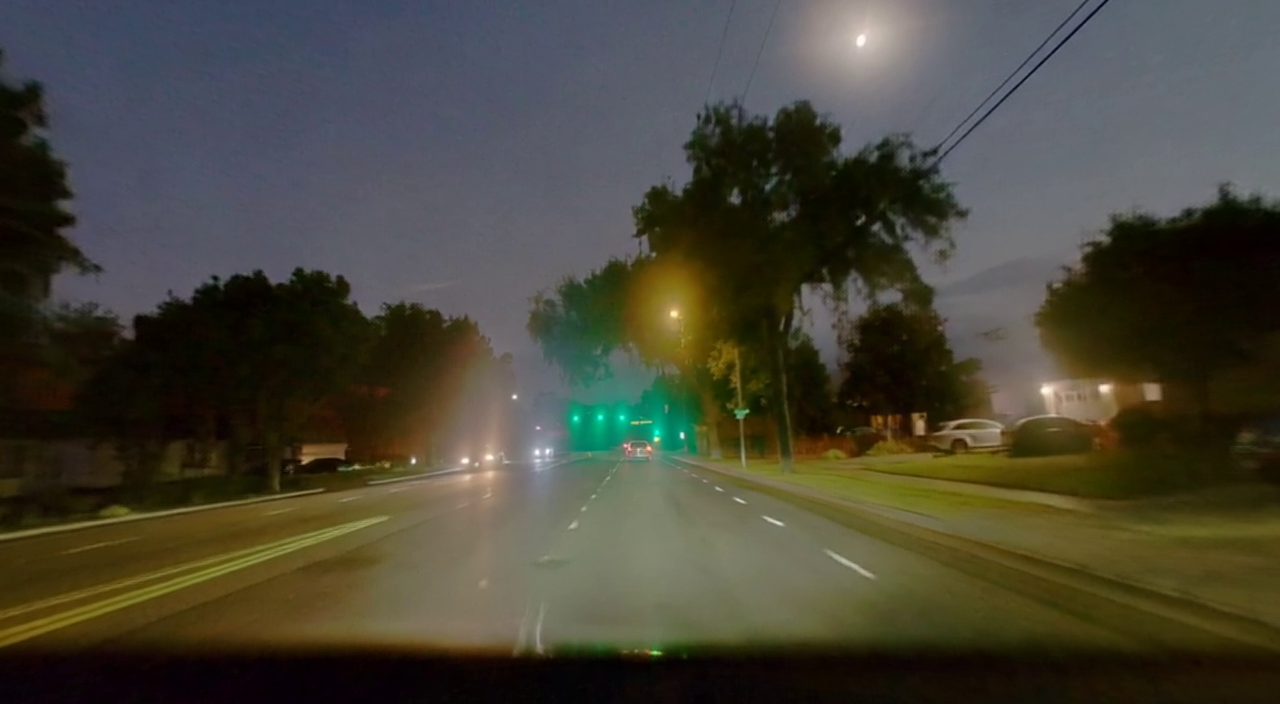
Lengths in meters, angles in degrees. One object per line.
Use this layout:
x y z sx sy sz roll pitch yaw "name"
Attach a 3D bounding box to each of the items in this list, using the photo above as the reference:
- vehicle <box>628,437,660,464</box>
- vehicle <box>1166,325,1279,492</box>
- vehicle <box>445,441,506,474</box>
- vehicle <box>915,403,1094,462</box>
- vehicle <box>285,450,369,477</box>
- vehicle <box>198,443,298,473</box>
0.224 6.980 44.947 2.215 1.799 4.426 0 -8 -1 "vehicle"
12.245 0.935 10.112 5.577 2.450 2.199 0 -8 -1 "vehicle"
-10.769 6.937 41.881 2.337 1.963 5.862 0 -8 1 "vehicle"
16.291 3.646 28.543 6.339 2.103 2.660 -4 -8 -1 "vehicle"
-21.505 7.680 43.515 4.797 1.518 1.957 -3 -8 -1 "vehicle"
-27.152 7.359 43.900 5.412 1.959 2.230 0 -8 0 "vehicle"
